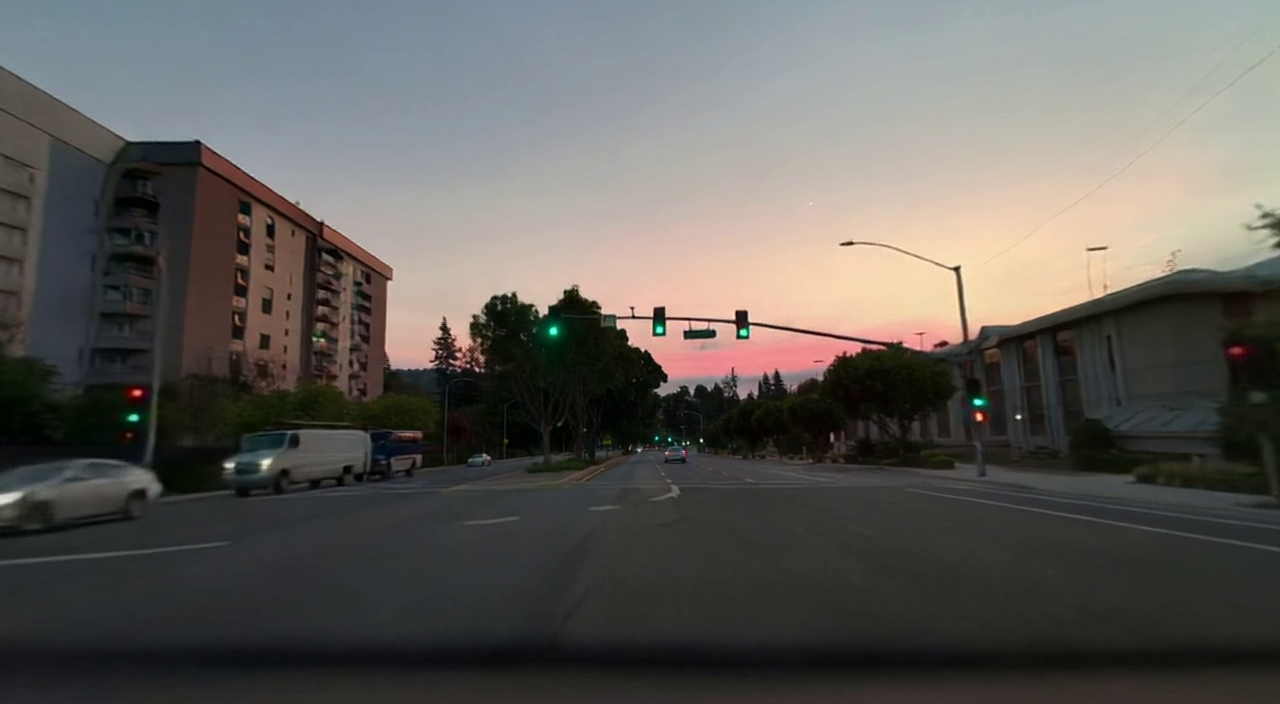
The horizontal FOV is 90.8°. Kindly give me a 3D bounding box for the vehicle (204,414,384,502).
[{"bbox_3d":[-15.696,4.958,29.990,3.028,3.424,9.908,0,-9,-1],"label":"vehicle"}]

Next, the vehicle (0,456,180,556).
[{"bbox_3d":[-12.302,3.048,13.153,2.030,1.702,4.488,0,-9,0],"label":"vehicle"}]
